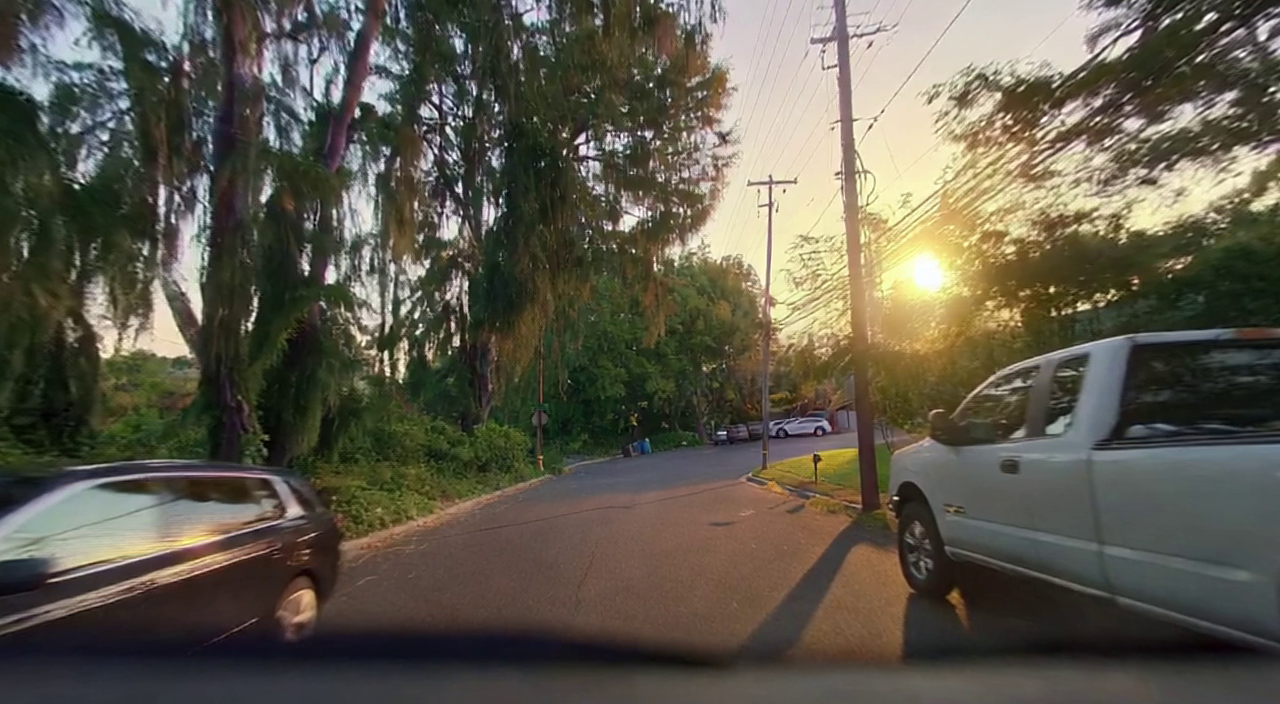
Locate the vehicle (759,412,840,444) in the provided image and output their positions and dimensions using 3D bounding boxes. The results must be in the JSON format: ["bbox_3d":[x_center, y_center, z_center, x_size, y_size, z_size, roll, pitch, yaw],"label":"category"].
[{"bbox_3d":[10.366,4.984,41.030,4.780,1.984,1.896,3,-9,-19],"label":"vehicle"}]

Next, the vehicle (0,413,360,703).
[{"bbox_3d":[-3.128,1.058,2.498,1.980,1.571,4.150,-1,-9,3],"label":"vehicle"}]

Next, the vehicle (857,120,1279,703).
[{"bbox_3d":[2.953,0.558,2.629,2.245,2.166,5.242,0,-9,0],"label":"vehicle"}]
